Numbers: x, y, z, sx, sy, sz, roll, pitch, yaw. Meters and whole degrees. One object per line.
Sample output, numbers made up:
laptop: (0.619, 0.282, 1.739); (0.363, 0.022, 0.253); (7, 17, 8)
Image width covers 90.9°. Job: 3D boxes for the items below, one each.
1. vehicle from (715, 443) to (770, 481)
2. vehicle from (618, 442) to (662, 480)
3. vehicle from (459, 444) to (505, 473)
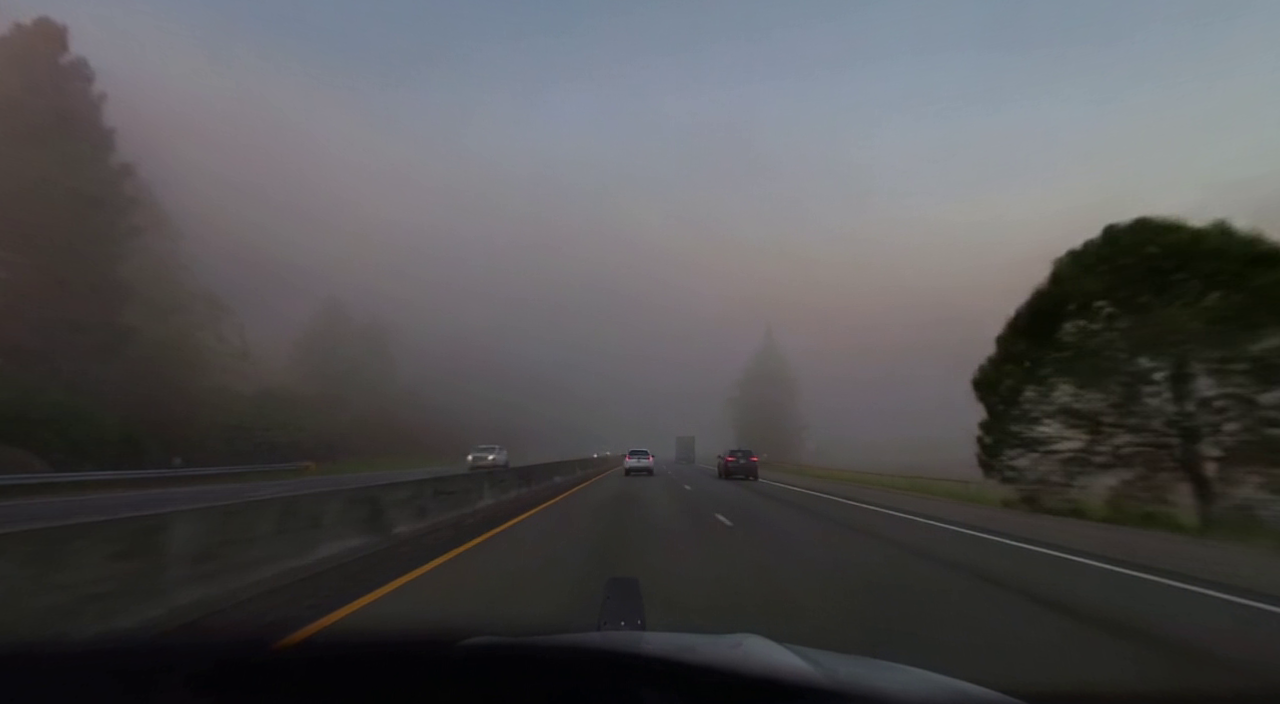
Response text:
vehicle: (5.004, 5.462, 31.438); (2.040, 1.721, 4.507); (0, -9, 1)
vehicle: (0.016, 5.309, 30.810); (2.038, 1.723, 4.150); (0, -9, 0)
vehicle: (-12.019, 8.140, 48.210); (2.083, 2.091, 5.097); (-1, -9, 1)
